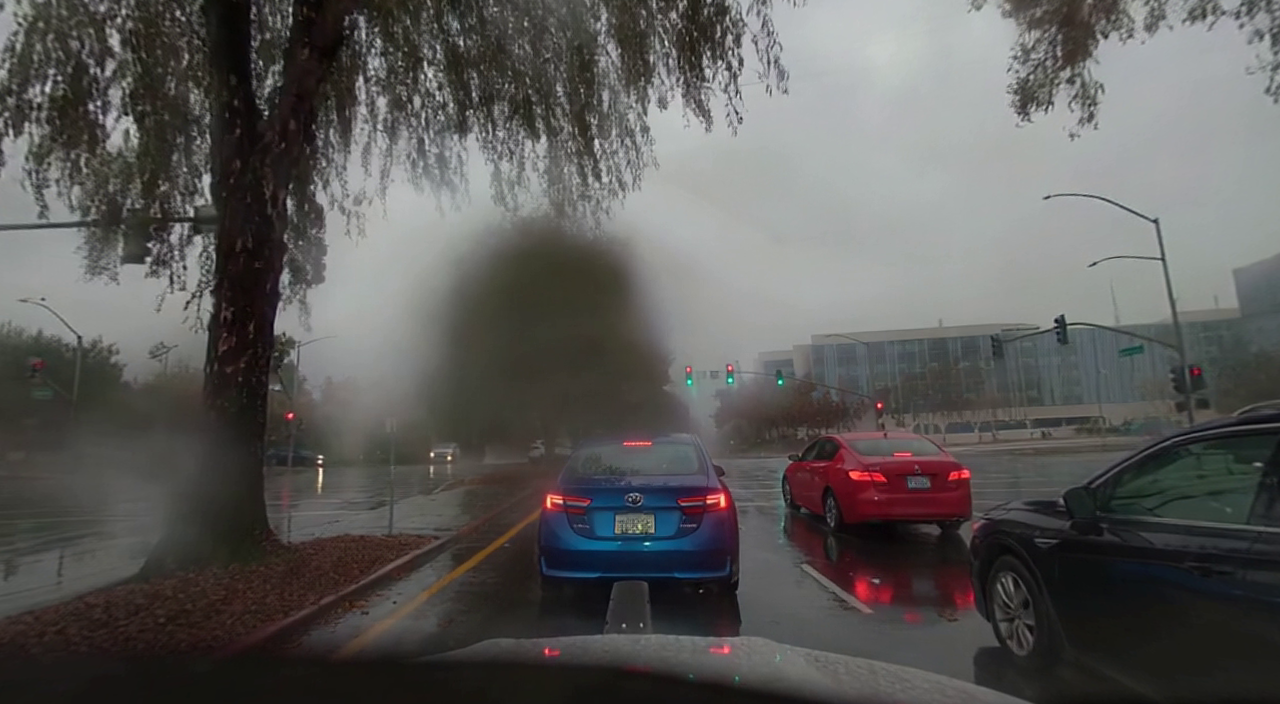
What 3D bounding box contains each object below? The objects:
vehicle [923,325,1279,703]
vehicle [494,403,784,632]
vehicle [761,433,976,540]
[{"bbox_3d":[3.721,0.934,3.430,2.162,1.829,4.519,0,-9,-1],"label":"vehicle"},{"bbox_3d":[-0.021,1.475,6.502,2.074,1.631,3.793,0,-9,0],"label":"vehicle"},{"bbox_3d":[3.688,2.262,11.299,2.054,1.482,4.654,0,-9,-1],"label":"vehicle"}]
